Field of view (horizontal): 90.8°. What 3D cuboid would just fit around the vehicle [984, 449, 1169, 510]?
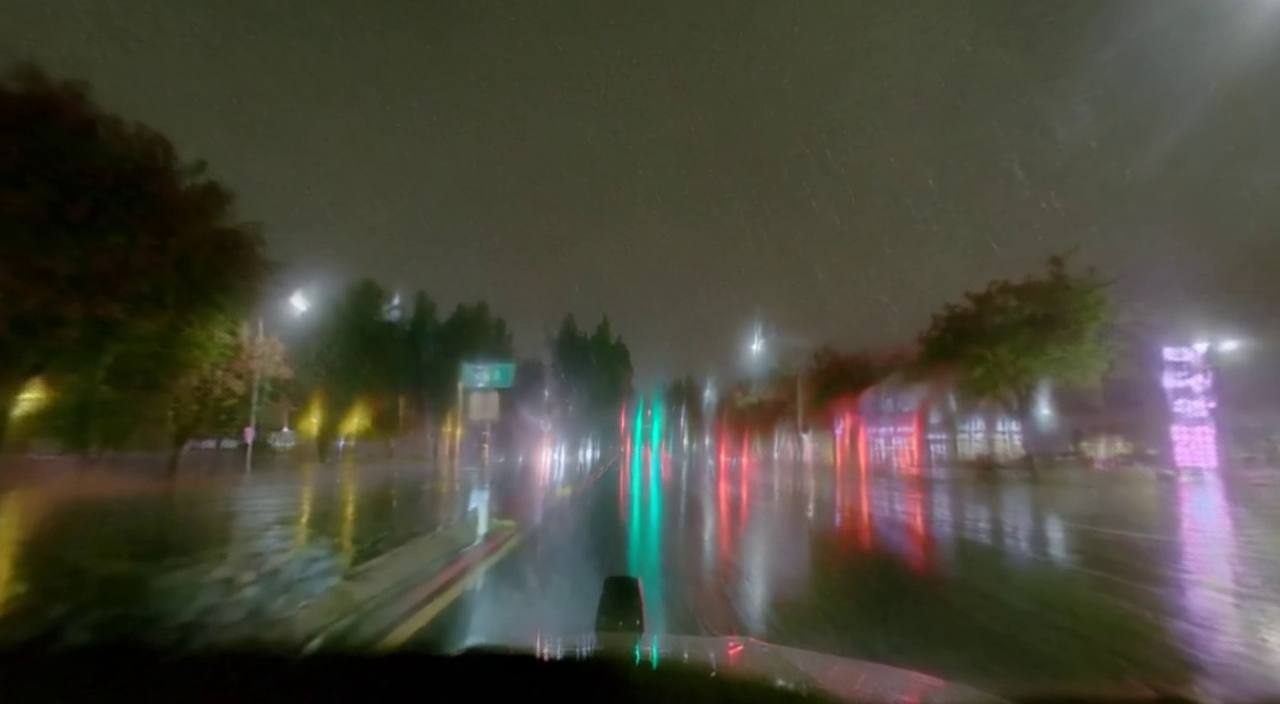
[{"bbox_3d":[13.482,3.945,19.730,4.281,1.719,1.983,1,-9,0],"label":"vehicle"}]

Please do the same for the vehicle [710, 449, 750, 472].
[{"bbox_3d":[6.295,7.622,44.579,2.024,1.475,4.600,1,-9,-2],"label":"vehicle"}]
